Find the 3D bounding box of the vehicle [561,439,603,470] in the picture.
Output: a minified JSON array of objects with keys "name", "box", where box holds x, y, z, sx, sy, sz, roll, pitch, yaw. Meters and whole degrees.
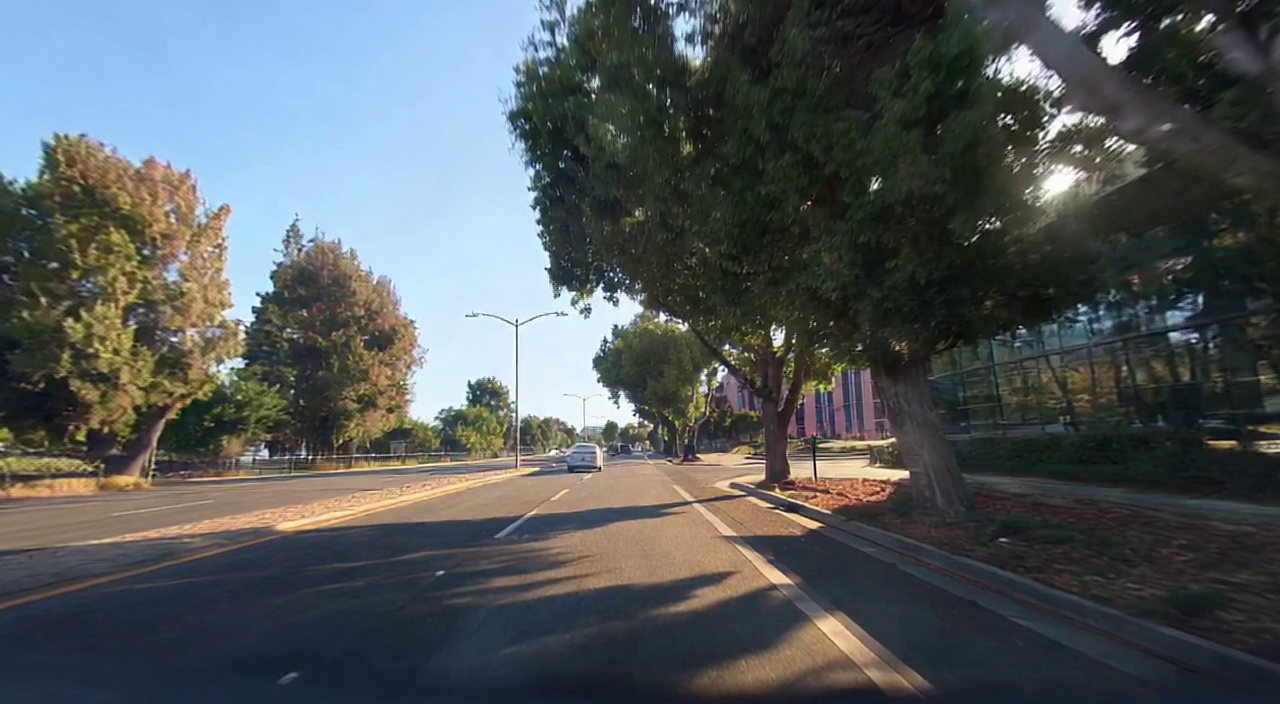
[{"name":"vehicle","box":[-3.466,6.256,38.704,2.179,1.771,4.267,0,-9,0]}]
